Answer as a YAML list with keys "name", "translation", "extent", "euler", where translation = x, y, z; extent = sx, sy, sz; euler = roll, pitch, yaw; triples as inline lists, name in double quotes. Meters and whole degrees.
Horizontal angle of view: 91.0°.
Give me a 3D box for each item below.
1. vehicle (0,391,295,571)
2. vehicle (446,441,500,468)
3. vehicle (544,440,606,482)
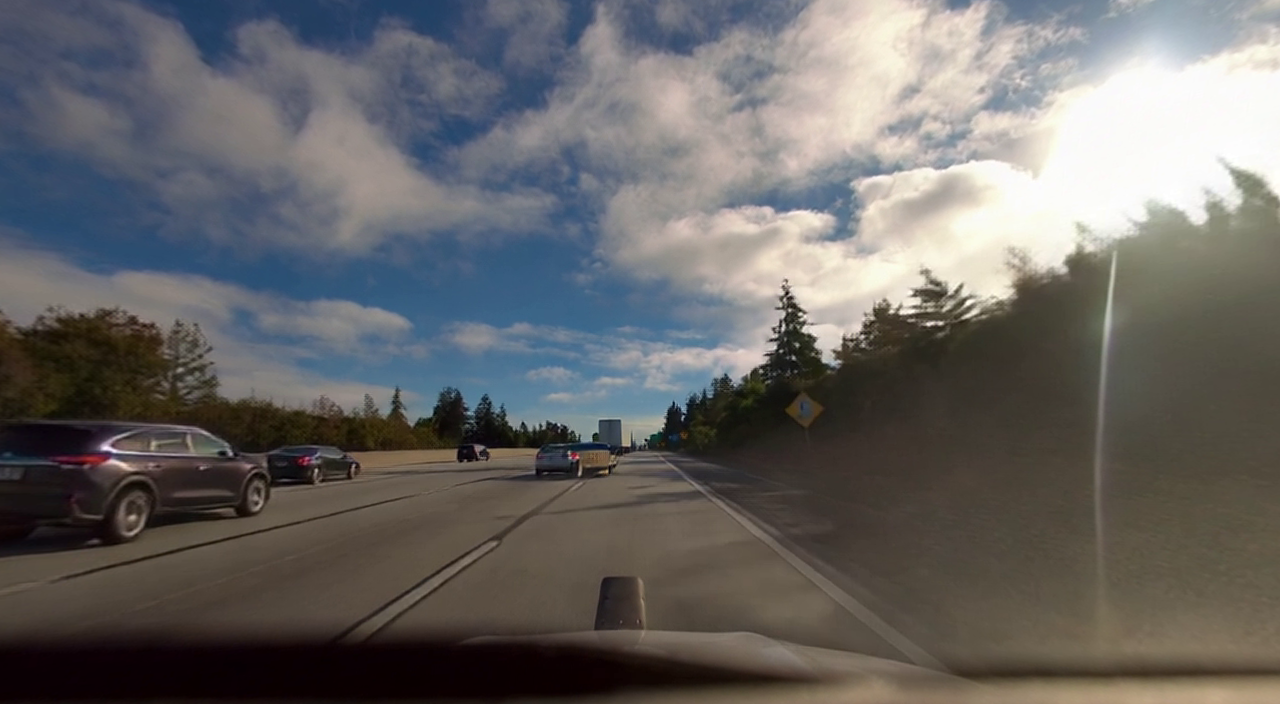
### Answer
- name: "vehicle"
  translation: [-7.386, 1.618, 8.554]
  extent: [2.115, 1.778, 5.572]
  euler: [0, -8, 2]
- name: "vehicle"
  translation: [-10.106, 6.239, 38.450]
  extent: [2.036, 1.506, 4.358]
  euler: [0, -8, 1]
- name: "vehicle"
  translation: [-2.537, 4.349, 25.450]
  extent: [1.931, 1.528, 4.126]
  euler: [0, -8, 2]
